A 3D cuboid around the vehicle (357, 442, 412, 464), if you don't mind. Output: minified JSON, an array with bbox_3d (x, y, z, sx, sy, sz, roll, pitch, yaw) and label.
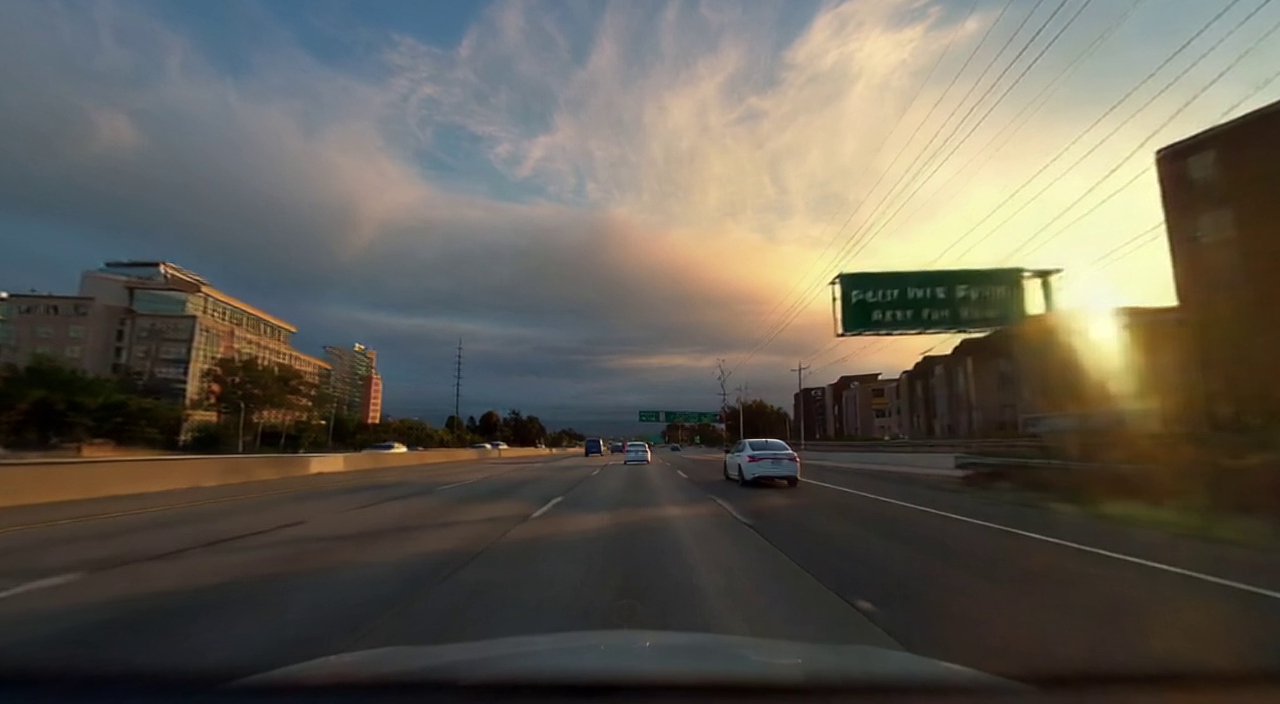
[{"bbox_3d":[-19.806,7.820,48.995,2.306,1.598,4.570,0,-8,0],"label":"vehicle"}]

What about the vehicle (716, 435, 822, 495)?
[{"bbox_3d":[3.584,3.224,18.390,1.995,1.533,4.463,0,-8,-2],"label":"vehicle"}]

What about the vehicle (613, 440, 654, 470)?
[{"bbox_3d":[-0.361,5.453,33.606,2.019,1.472,3.971,0,-8,-1],"label":"vehicle"}]
